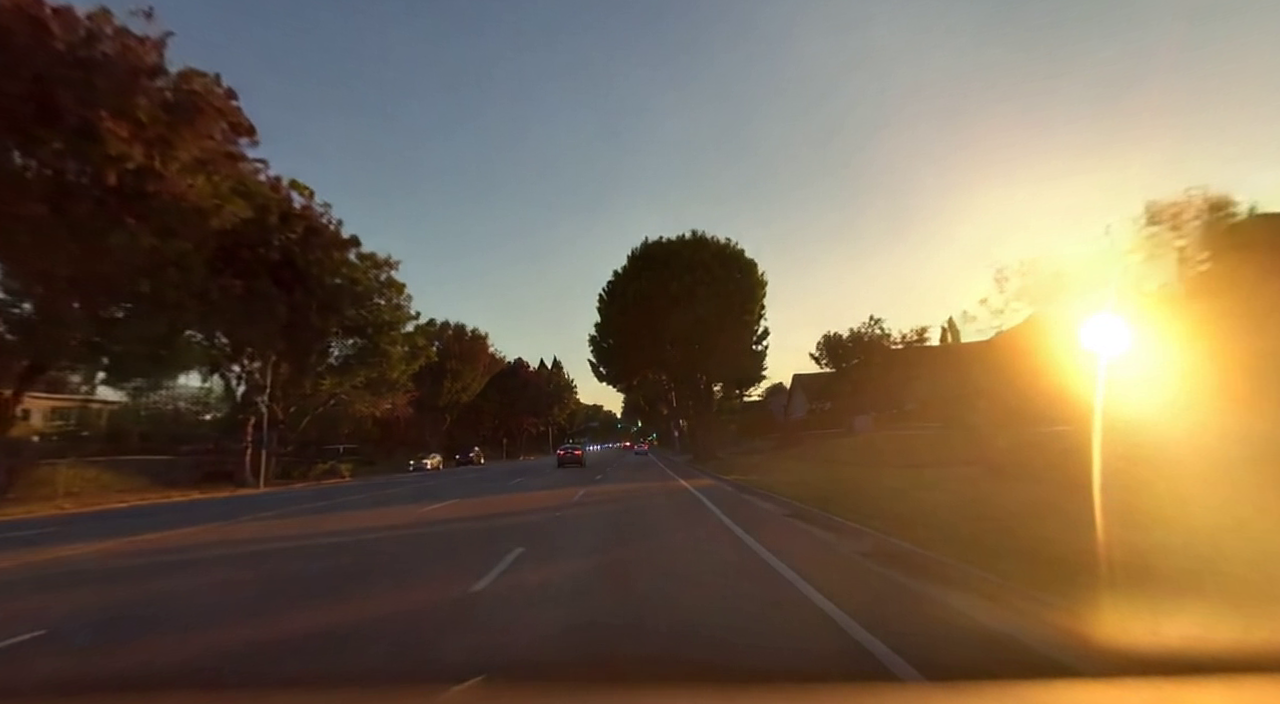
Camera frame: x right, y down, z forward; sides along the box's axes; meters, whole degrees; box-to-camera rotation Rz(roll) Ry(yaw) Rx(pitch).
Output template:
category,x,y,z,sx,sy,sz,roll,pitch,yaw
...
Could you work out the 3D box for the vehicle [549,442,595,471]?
category,x,y,z,sx,sy,sz,roll,pitch,yaw
vehicle,-3.576,5.568,33.903,1.992,1.447,4.044,0,-8,0
